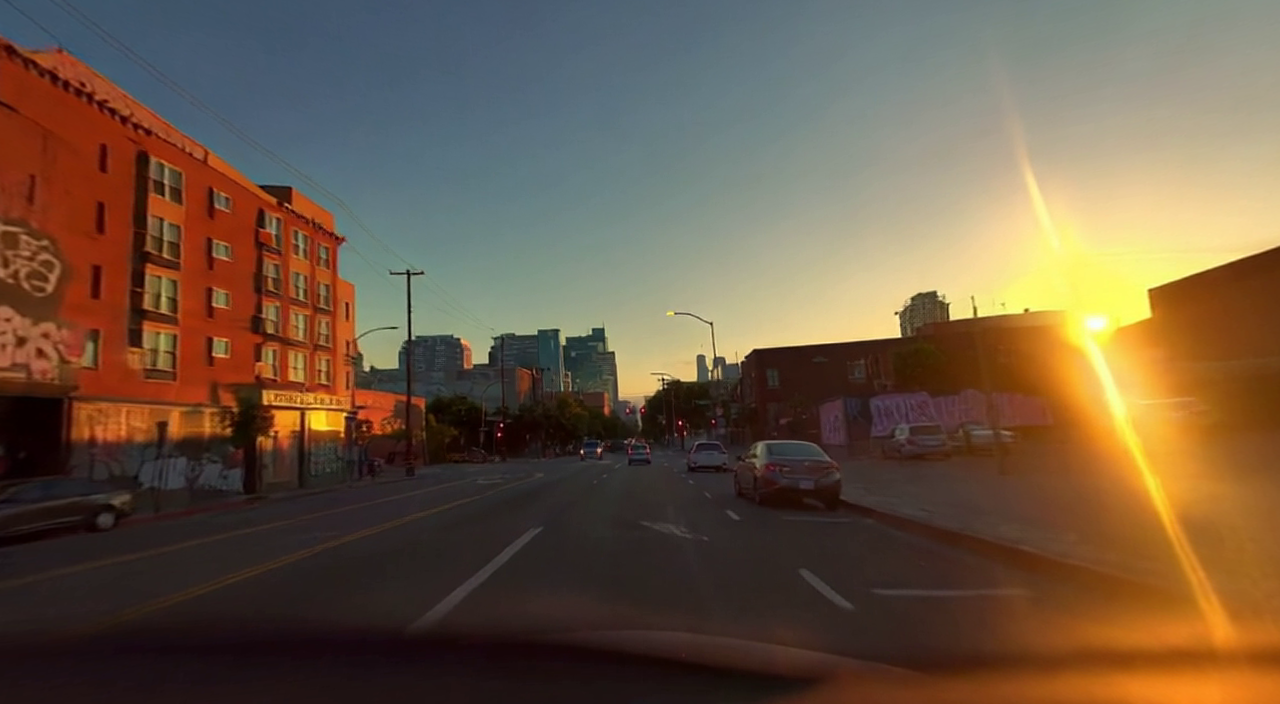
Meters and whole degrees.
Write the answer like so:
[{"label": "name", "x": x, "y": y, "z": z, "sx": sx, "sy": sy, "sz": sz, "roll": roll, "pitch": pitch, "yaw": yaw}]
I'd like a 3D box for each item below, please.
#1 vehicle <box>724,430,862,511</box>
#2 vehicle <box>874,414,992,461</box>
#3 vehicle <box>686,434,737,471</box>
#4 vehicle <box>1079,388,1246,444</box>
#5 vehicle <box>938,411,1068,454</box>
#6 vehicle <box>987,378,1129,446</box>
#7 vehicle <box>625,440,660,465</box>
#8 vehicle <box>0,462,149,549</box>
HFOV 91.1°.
[{"label": "vehicle", "x": 3.250, "y": 2.626, "z": 14.320, "sx": 2.062, "sy": 1.535, "sz": 4.206, "roll": 0, "pitch": -9, "yaw": 0}, {"label": "vehicle", "x": 10.866, "y": 3.271, "z": 23.791, "sx": 1.956, "sy": 1.514, "sz": 4.862, "roll": -1, "pitch": -9, "yaw": -2}, {"label": "vehicle", "x": 3.519, "y": 5.059, "z": 31.662, "sx": 1.938, "sy": 1.714, "sz": 4.402, "roll": 0, "pitch": -9, "yaw": -1}, {"label": "vehicle", "x": 18.160, "y": 2.359, "z": 22.175, "sx": 2.002, "sy": 1.731, "sz": 4.413, "roll": 0, "pitch": -9, "yaw": -1}, {"label": "vehicle", "x": 13.260, "y": 3.048, "z": 23.359, "sx": 1.819, "sy": 1.450, "sz": 4.707, "roll": 0, "pitch": -9, "yaw": -3}, {"label": "vehicle", "x": 15.560, "y": 2.396, "z": 23.789, "sx": 1.969, "sy": 2.282, "sz": 4.731, "roll": 0, "pitch": -9, "yaw": -1}, {"label": "vehicle", "x": 0.152, "y": 6.485, "z": 40.743, "sx": 2.153, "sy": 1.505, "sz": 4.452, "roll": 0, "pitch": -9, "yaw": 0}, {"label": "vehicle", "x": -15.294, "y": 3.792, "z": 15.154, "sx": 2.048, "sy": 1.814, "sz": 5.998, "roll": -8, "pitch": -9, "yaw": 1}]
